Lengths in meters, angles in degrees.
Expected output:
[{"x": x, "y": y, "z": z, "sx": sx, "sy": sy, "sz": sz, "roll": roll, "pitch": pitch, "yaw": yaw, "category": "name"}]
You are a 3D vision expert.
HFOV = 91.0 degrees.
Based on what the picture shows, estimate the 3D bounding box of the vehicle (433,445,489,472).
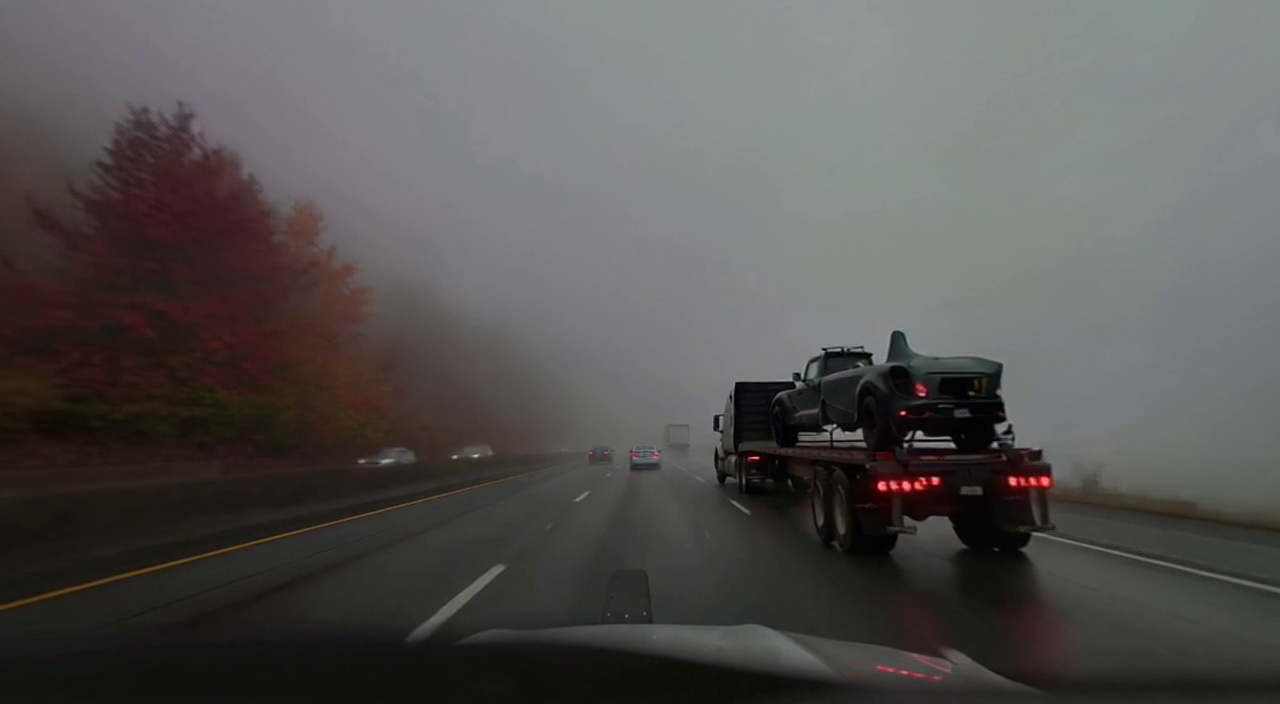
[{"x": -10.364, "y": 6.183, "z": 36.736, "sx": 1.955, "sy": 1.488, "sz": 4.226, "roll": 0, "pitch": -8, "yaw": 1, "category": "vehicle"}]

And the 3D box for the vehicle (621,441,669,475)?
[{"x": 0.268, "y": 5.074, "z": 30.320, "sx": 2.152, "sy": 1.484, "sz": 4.211, "roll": 0, "pitch": -8, "yaw": 1, "category": "vehicle"}]

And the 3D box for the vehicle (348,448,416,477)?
[{"x": -14.317, "y": 6.129, "z": 35.146, "sx": 1.844, "sy": 1.493, "sz": 4.292, "roll": 0, "pitch": -8, "yaw": 2, "category": "vehicle"}]

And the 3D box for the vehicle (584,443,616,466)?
[{"x": -2.761, "y": 7.181, "z": 44.240, "sx": 1.928, "sy": 1.464, "sz": 3.706, "roll": 0, "pitch": -8, "yaw": 1, "category": "vehicle"}]

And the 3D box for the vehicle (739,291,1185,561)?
[{"x": 4.863, "y": 1.806, "z": 14.137, "sx": 3.150, "sy": 3.257, "sz": 13.098, "roll": 0, "pitch": -8, "yaw": 0, "category": "vehicle"}]
